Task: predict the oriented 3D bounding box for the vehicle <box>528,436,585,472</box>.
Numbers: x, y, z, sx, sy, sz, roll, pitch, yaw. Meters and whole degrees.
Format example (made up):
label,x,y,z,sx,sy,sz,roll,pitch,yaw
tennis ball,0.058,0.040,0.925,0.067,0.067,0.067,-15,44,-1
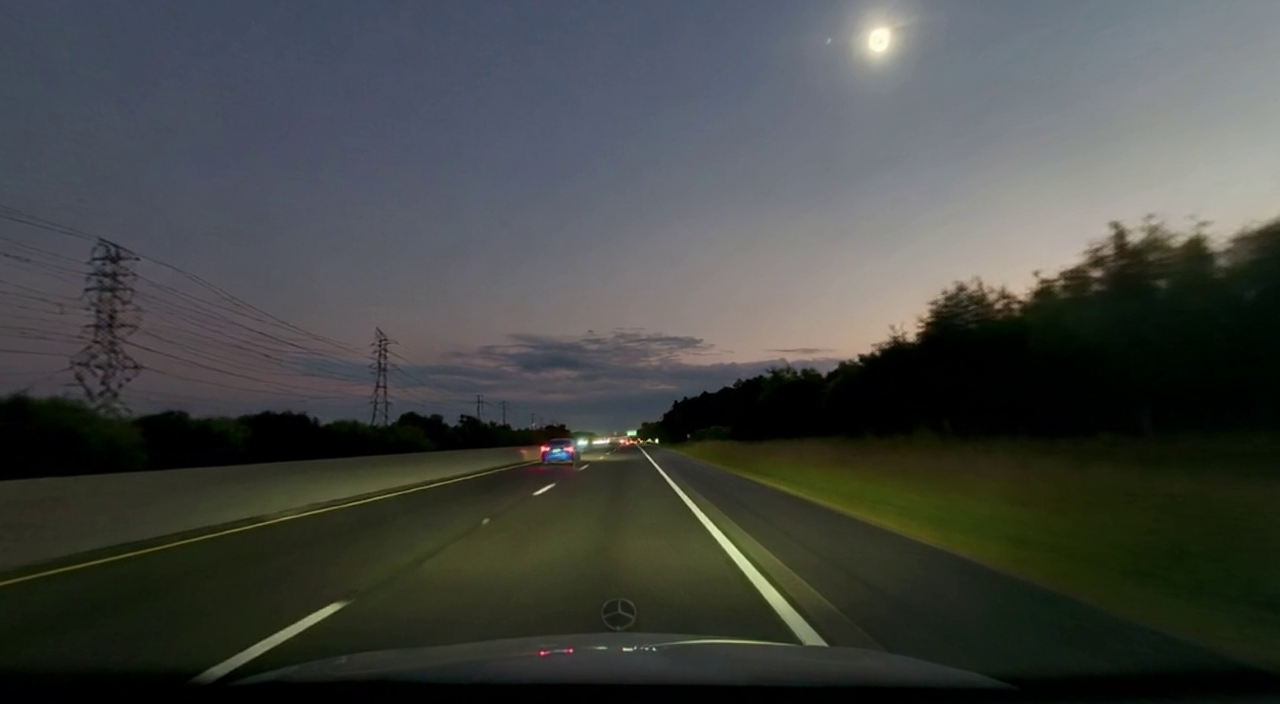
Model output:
label,x,y,z,sx,sy,sz,roll,pitch,yaw
vehicle,-3.998,4.965,30.918,2.158,1.604,4.679,0,-8,0
